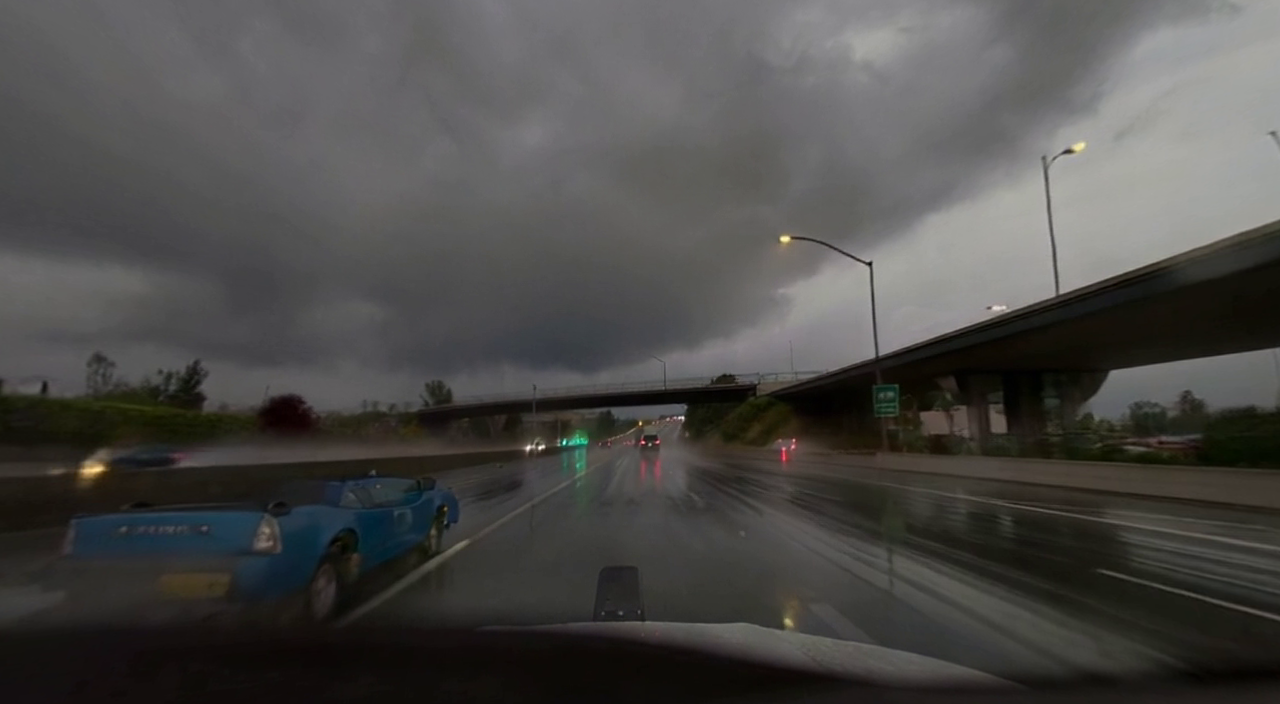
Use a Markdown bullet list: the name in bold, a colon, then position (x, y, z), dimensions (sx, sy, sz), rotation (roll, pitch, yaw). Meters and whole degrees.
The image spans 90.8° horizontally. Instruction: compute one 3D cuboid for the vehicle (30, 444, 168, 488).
- **vehicle**: position (-24.717, 5.160, 29.152), dimensions (2.086, 1.815, 4.806), rotation (0, -8, 0)
